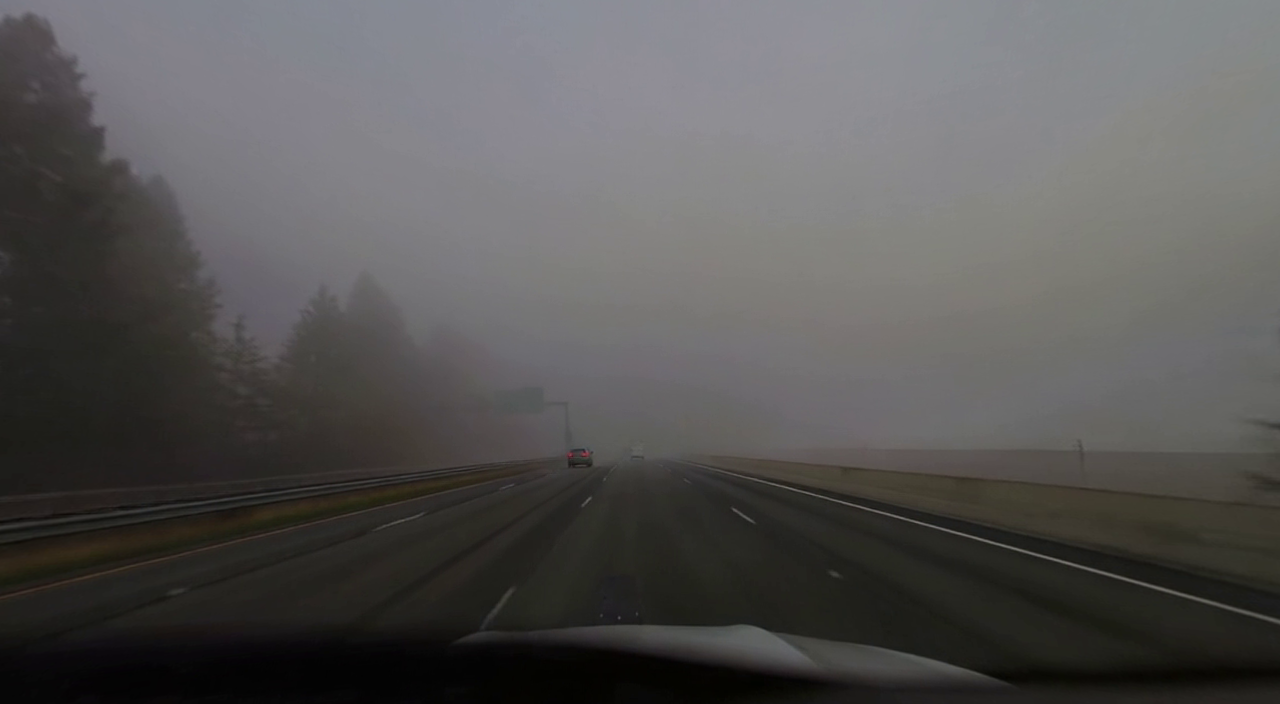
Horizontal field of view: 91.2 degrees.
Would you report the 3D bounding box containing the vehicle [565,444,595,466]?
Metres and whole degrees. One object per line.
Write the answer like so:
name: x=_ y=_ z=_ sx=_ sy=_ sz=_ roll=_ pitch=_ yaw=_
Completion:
vehicle: x=-4.546 y=7.904 z=48.134 sx=1.958 sy=1.587 sz=4.801 roll=0 pitch=-9 yaw=-1
